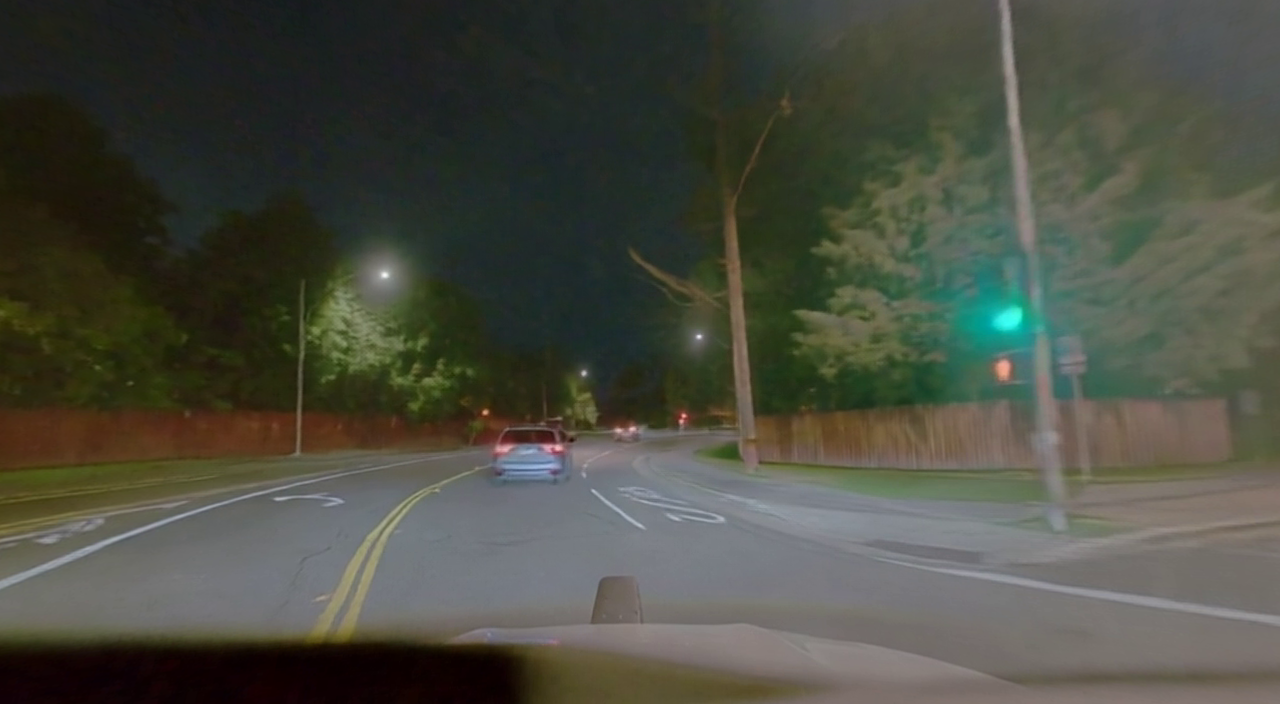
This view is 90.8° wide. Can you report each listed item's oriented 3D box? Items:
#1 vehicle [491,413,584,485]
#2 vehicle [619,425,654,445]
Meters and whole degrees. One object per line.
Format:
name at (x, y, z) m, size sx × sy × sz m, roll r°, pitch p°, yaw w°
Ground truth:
vehicle at (-2.824, 2.794, 18.524) m, size 2.230 × 1.827 × 4.580 m, roll 1°, pitch -8°, yaw -4°
vehicle at (-0.201, 6.383, 48.332) m, size 1.929 × 1.476 × 4.655 m, roll -1°, pitch -8°, yaw 9°
